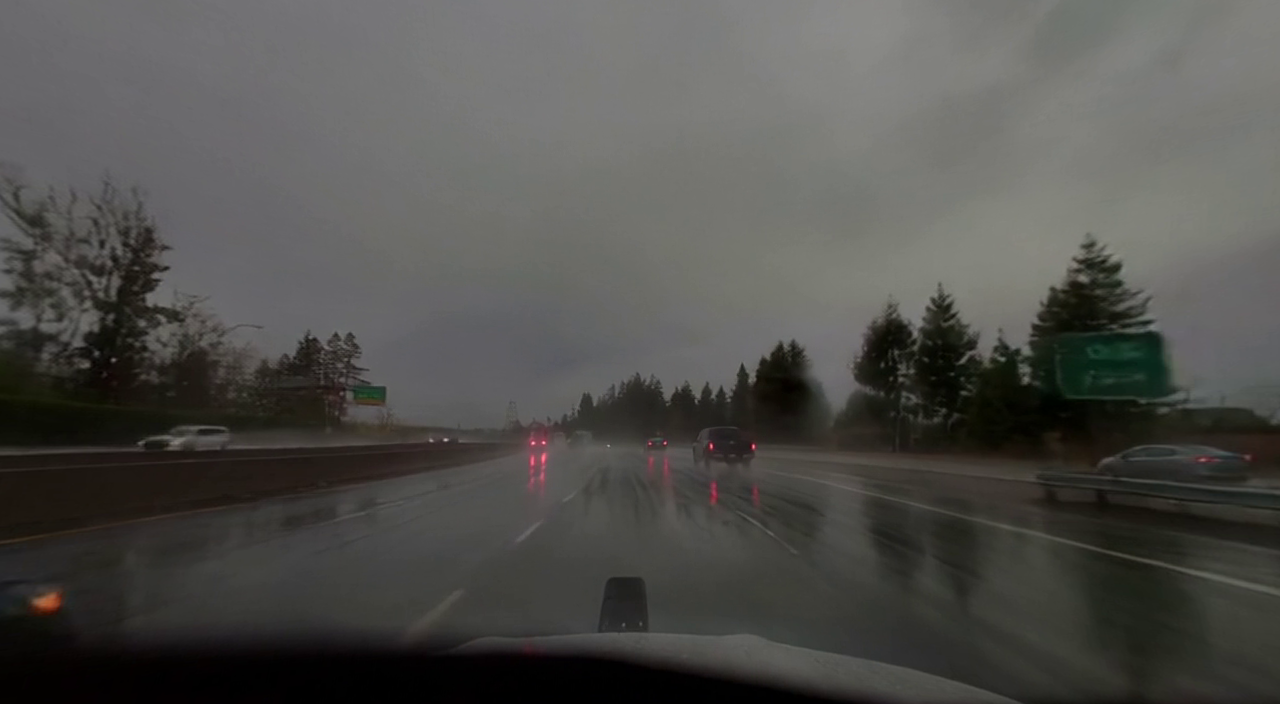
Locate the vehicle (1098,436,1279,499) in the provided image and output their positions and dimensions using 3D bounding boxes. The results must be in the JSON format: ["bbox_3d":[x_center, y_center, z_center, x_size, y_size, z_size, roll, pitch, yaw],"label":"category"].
[{"bbox_3d":[16.411,3.292,18.547,2.033,1.580,4.752,1,-8,-5],"label":"vehicle"}]

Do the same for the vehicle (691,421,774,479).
[{"bbox_3d":[3.122,3.433,22.234,2.043,1.795,4.347,0,-8,-3],"label":"vehicle"}]

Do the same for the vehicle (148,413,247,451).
[{"bbox_3d":[-20.992,3.864,30.153,1.834,1.656,4.050,0,-8,-2],"label":"vehicle"}]
